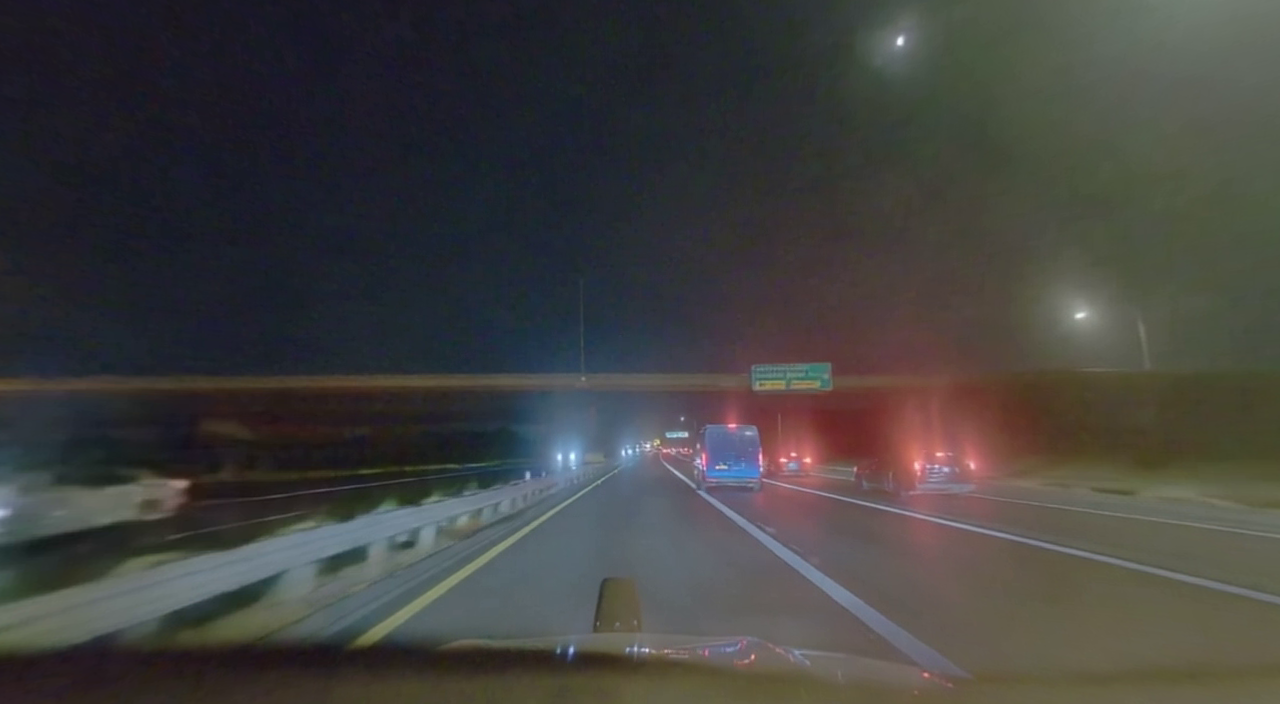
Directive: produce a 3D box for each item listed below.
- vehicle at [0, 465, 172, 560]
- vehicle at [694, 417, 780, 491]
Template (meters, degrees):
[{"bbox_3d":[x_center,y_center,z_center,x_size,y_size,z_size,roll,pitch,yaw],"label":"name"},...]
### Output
[{"bbox_3d":[-12.392,3.237,13.181,1.890,1.593,4.054,-1,-9,1],"label":"vehicle"},{"bbox_3d":[3.659,4.026,24.921,2.560,2.598,5.581,0,-9,1],"label":"vehicle"}]
